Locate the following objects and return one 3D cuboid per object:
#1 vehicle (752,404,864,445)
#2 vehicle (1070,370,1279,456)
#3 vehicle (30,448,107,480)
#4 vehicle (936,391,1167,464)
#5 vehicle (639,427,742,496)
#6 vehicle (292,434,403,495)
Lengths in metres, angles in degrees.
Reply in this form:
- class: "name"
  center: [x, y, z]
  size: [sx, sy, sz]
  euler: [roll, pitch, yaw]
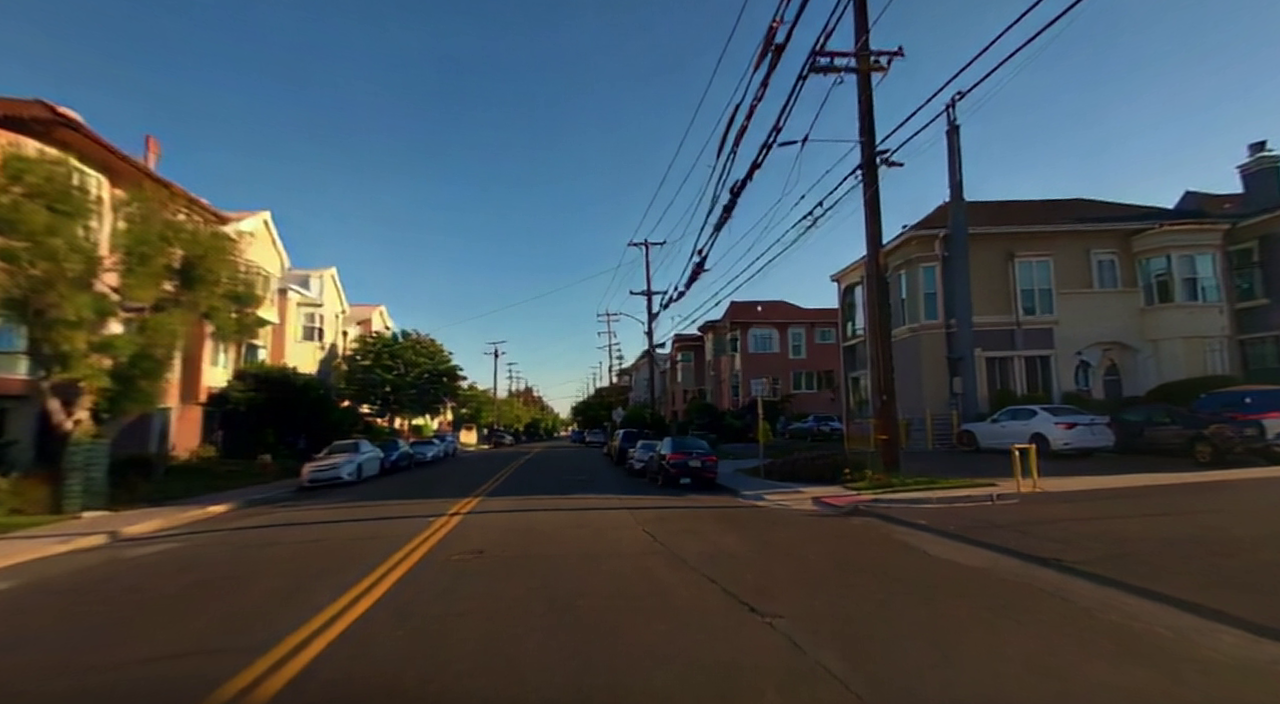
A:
- class: "vehicle"
  center: [8.378, 3.787, 32.203]
  size: [2.152, 1.875, 5.778]
  euler: [4, -9, -27]
- class: "vehicle"
  center: [14.689, 1.633, 16.200]
  size: [2.153, 1.976, 5.514]
  euler: [6, -10, -40]
- class: "vehicle"
  center: [-35.683, 6.974, 39.469]
  size: [1.575, 1.402, 3.580]
  euler: [-4, -3, -2]
- class: "vehicle"
  center: [10.665, 2.036, 16.703]
  size: [1.897, 1.659, 4.648]
  euler: [6, -10, -38]
- class: "vehicle"
  center: [1.188, 2.832, 16.762]
  size: [1.914, 1.591, 3.892]
  euler: [1, -8, -8]
- class: "vehicle"
  center: [-8.986, 3.435, 19.815]
  size: [1.913, 1.672, 4.267]
  euler: [1, -8, -7]
